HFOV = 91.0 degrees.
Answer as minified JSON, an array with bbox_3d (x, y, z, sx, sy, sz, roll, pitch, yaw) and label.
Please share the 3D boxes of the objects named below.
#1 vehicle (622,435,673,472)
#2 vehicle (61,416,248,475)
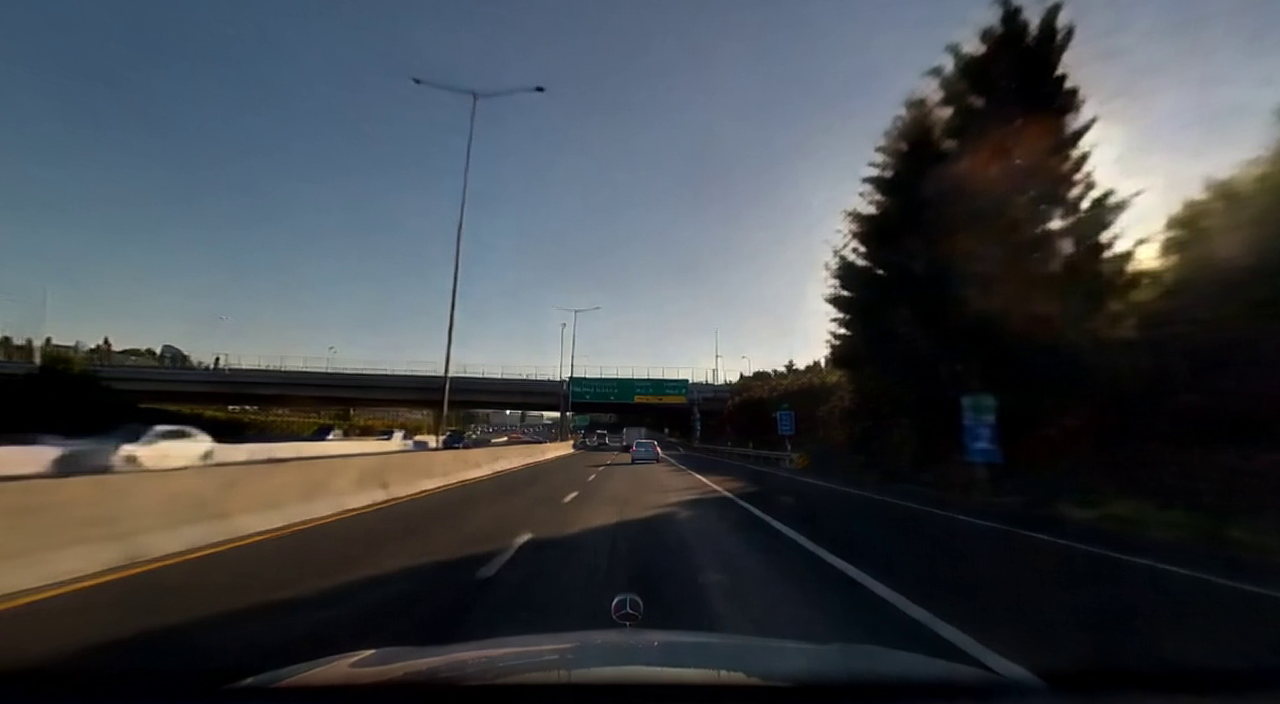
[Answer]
[{"bbox_3d":[0.324,4.519,28.260,2.130,1.512,4.057,0,-8,0],"label":"vehicle"},{"bbox_3d":[-14.411,2.822,19.112,1.880,1.535,4.651,0,-8,1],"label":"vehicle"}]
